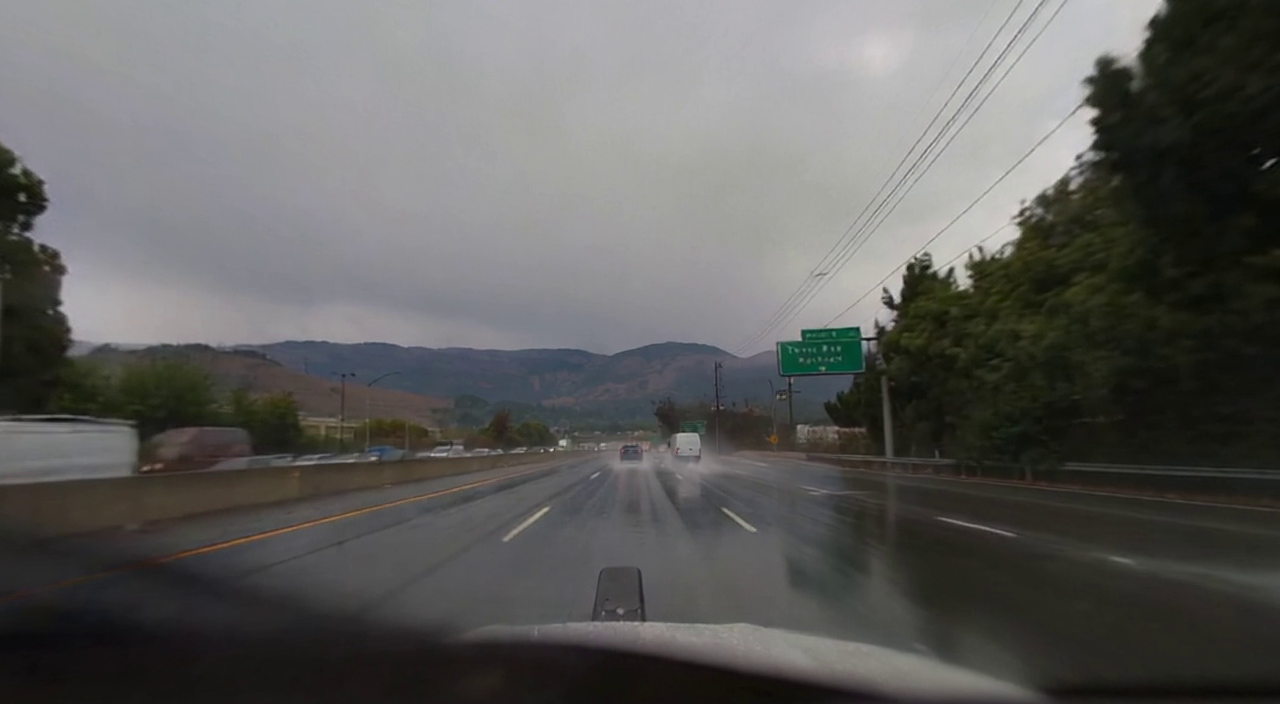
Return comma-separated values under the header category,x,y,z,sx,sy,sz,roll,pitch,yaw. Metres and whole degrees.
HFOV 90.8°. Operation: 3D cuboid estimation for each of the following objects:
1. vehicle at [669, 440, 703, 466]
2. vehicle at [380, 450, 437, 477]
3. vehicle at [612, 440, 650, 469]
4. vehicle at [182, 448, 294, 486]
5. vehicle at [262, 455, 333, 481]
category,x,y,z,sx,sy,sz,roll,pitch,yaw
vehicle,3.330,7.470,46.890,2.036,1.796,4.470,0,-9,-2
vehicle,-13.757,6.631,37.806,1.848,1.457,4.283,0,-9,0
vehicle,-0.563,6.639,41.064,2.325,1.712,4.592,0,-9,-1
vehicle,-17.777,5.080,28.258,1.982,1.568,4.576,0,-9,0
vehicle,-21.527,7.273,39.931,1.978,1.487,4.529,0,-9,-1
